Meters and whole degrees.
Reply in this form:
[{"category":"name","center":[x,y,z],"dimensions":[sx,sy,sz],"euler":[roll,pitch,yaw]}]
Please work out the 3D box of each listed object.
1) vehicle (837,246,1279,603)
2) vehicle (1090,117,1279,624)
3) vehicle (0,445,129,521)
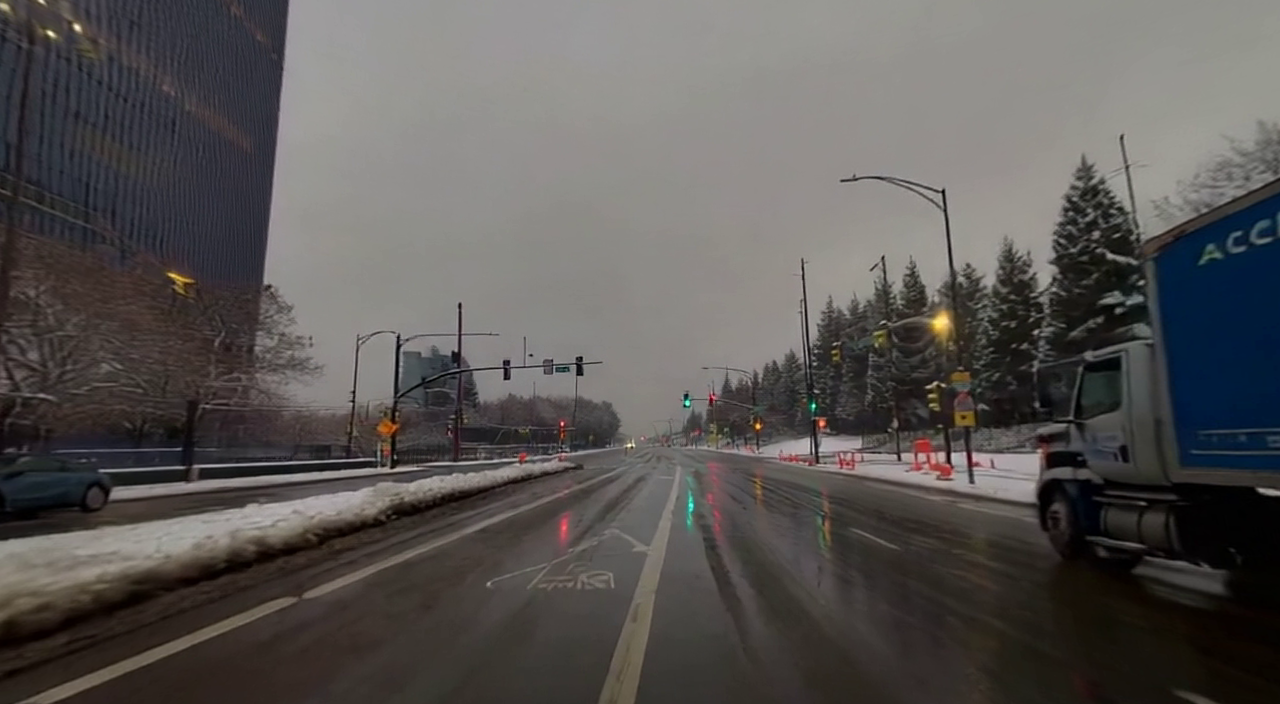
[{"category":"vehicle","center":[6.877,1.481,12.215],"dimensions":[3.016,4.240,9.383],"euler":[0,-9,0]},{"category":"vehicle","center":[6.421,-0.289,1.940],"dimensions":[3.176,3.913,9.805],"euler":[0,-8,3]},{"category":"vehicle","center":[-15.136,3.042,14.887],"dimensions":[1.925,1.665,4.893],"euler":[0,-8,2]}]
